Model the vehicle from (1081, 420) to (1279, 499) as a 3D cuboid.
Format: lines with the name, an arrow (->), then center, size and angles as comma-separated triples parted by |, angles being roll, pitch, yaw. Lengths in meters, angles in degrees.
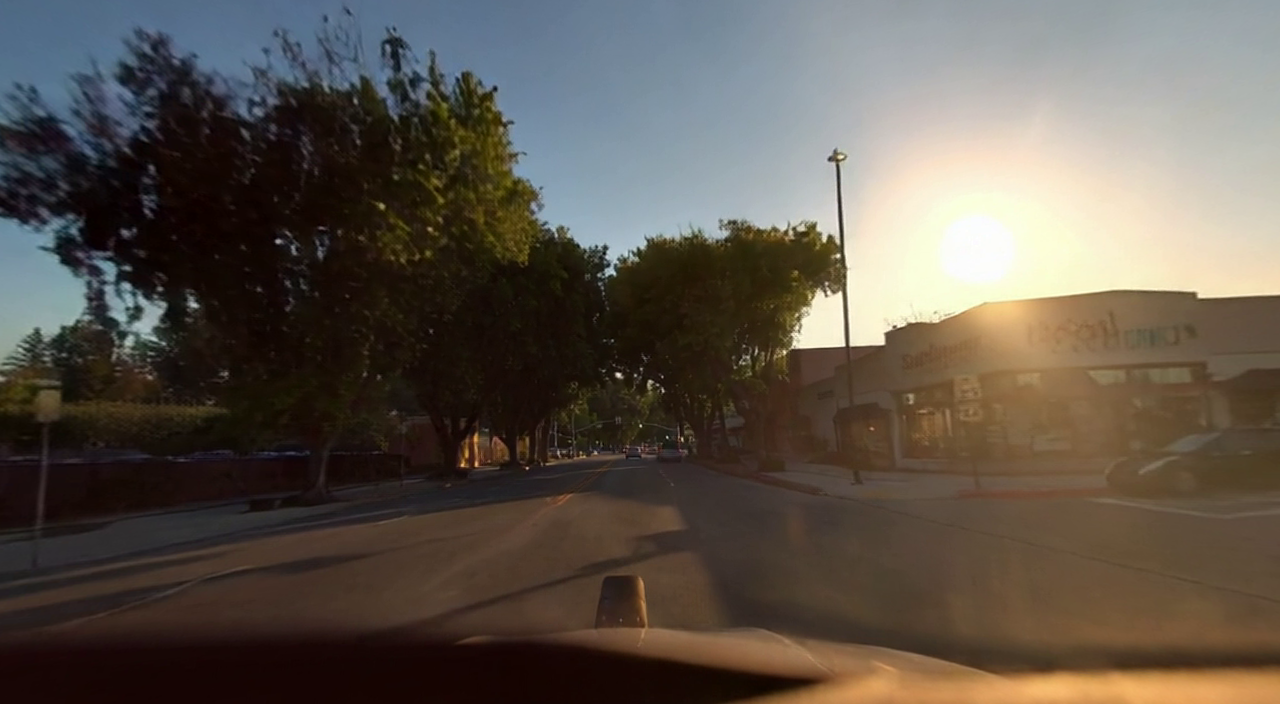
vehicle -> 11.828, 2.140, 12.697 | 4.404, 1.445, 1.844 | -1, -9, 7
